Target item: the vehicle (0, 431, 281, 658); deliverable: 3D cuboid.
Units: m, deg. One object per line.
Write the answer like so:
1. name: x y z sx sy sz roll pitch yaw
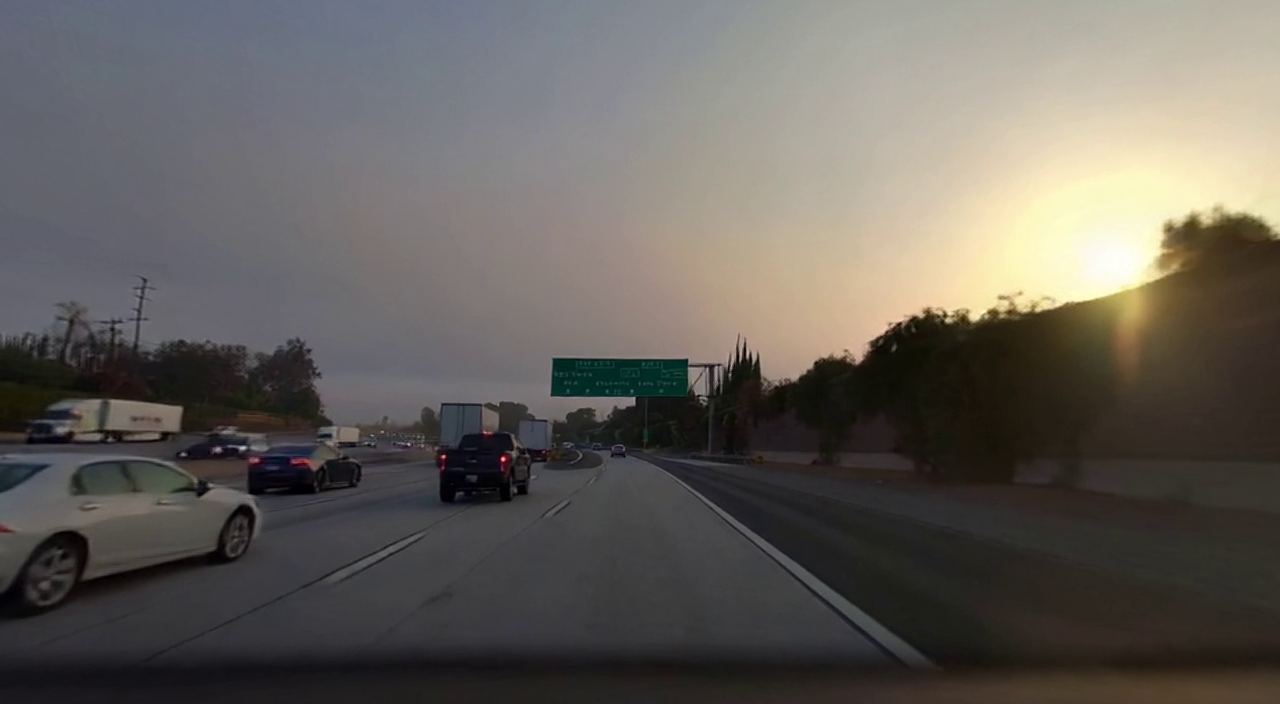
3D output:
1. vehicle: -5.133 1.393 5.071 1.932 1.445 4.625 0 -8 -2

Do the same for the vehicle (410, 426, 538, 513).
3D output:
1. vehicle: -3.888 2.838 15.867 2.093 1.785 5.303 0 -8 -4
